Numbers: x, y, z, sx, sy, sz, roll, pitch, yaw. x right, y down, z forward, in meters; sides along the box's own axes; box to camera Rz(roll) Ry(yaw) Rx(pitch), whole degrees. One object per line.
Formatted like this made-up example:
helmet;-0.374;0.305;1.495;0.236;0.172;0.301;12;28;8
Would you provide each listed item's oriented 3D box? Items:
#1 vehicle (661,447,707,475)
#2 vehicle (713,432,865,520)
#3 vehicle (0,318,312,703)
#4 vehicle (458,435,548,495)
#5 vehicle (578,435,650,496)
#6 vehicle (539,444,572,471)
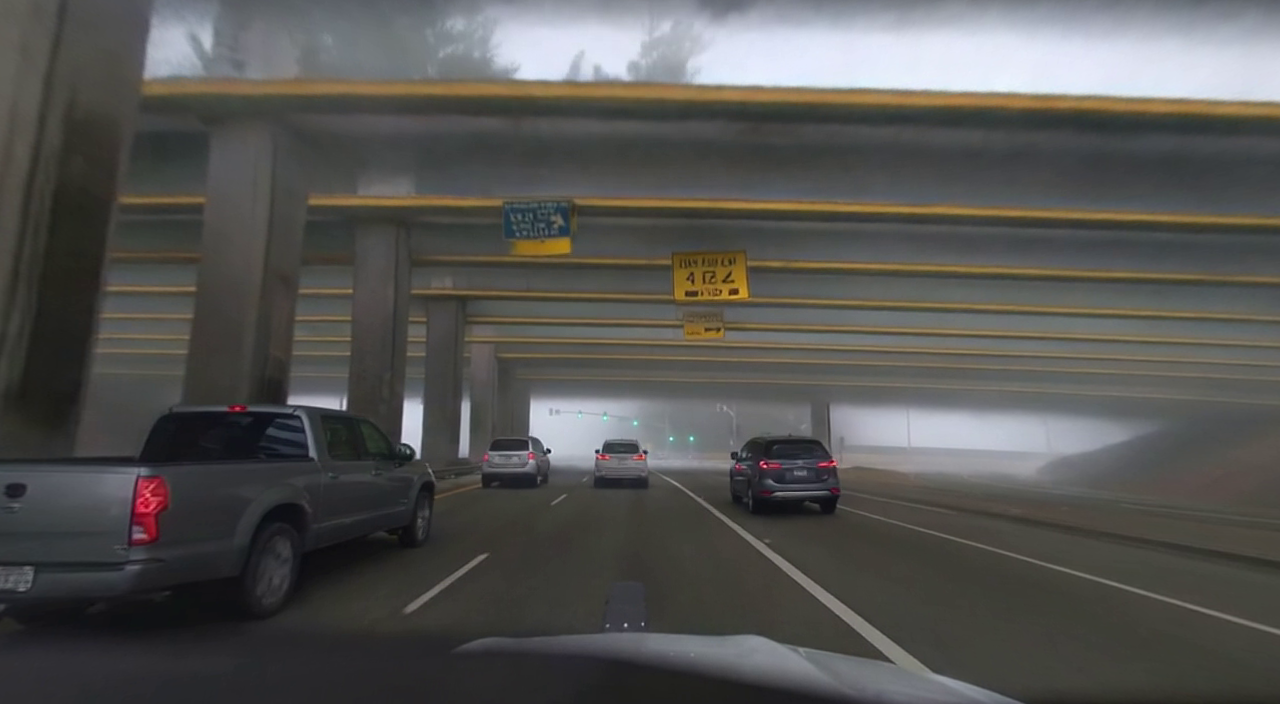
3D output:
vehicle;2.444;6.193;36.099;2.026;1.457;3.969;1;-8;-5
vehicle;3.292;2.871;15.300;2.234;1.720;5.378;0;-8;-2
vehicle;-3.677;0.789;2.704;2.074;1.814;4.596;0;-8;-1
vehicle;-4.255;3.578;20.313;2.127;1.720;4.064;0;-8;-2
vehicle;-0.818;3.557;20.120;2.097;1.748;3.794;0;-8;-2
vehicle;-5.325;6.691;40.085;1.829;1.614;3.611;1;-8;-4
